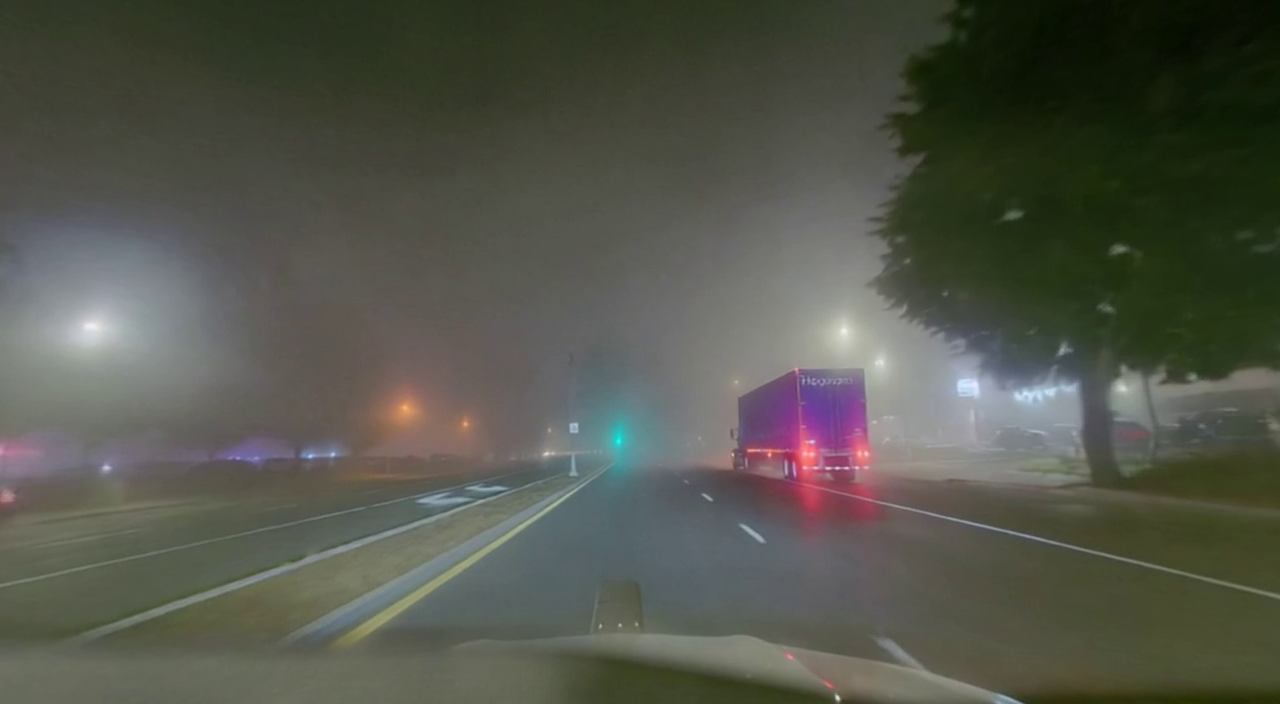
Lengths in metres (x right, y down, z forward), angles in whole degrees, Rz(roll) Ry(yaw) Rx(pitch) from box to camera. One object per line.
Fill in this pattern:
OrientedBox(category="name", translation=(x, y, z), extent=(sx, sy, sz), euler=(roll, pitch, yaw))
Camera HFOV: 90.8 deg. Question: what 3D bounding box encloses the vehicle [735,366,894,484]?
OrientedBox(category="vehicle", translation=(6.491, 3.182, 26.170), extent=(3.120, 3.794, 11.510), euler=(0, -9, -1))
